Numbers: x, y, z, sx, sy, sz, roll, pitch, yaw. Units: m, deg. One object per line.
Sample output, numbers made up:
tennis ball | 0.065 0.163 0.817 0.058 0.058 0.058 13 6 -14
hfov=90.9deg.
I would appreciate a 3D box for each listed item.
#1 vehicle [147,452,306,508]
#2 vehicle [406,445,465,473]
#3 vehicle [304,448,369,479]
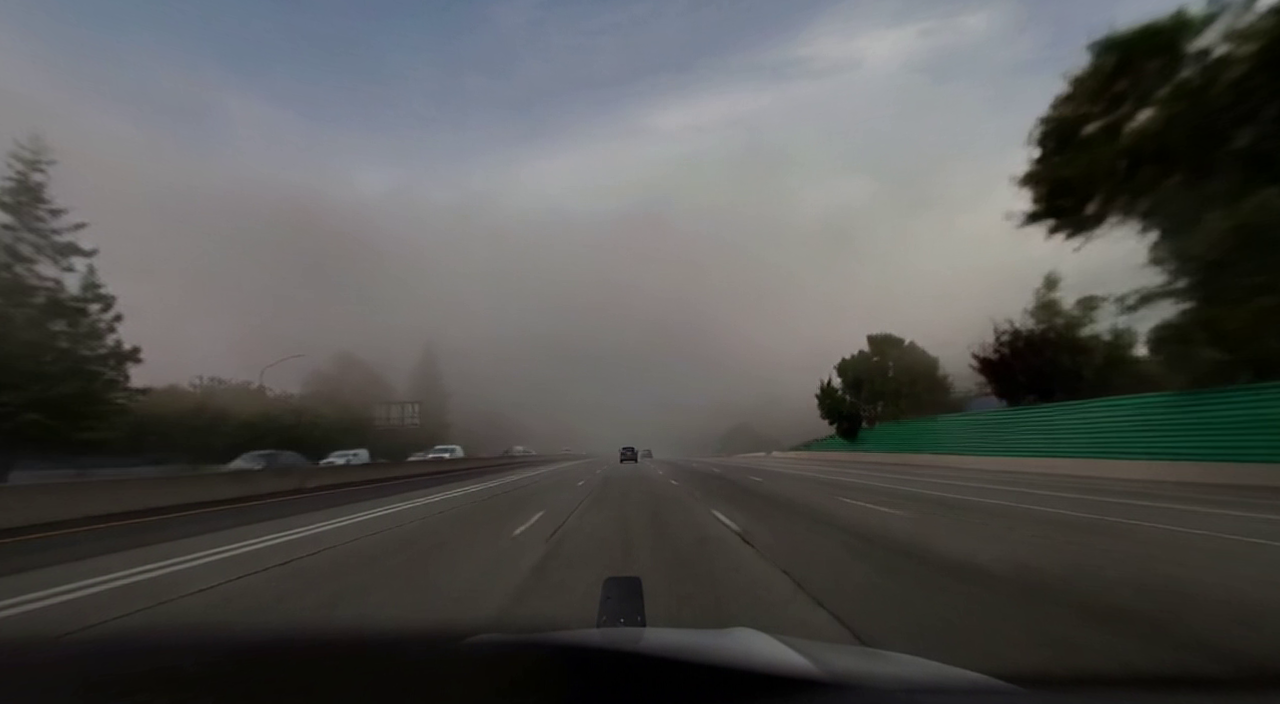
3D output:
vehicle | -11.766 3.624 18.340 1.879 1.413 4.147 0 -9 -1
vehicle | -12.104 6.385 37.706 1.947 1.533 4.756 0 -9 0
vehicle | -21.469 7.858 44.791 2.068 2.055 5.101 0 -9 0
